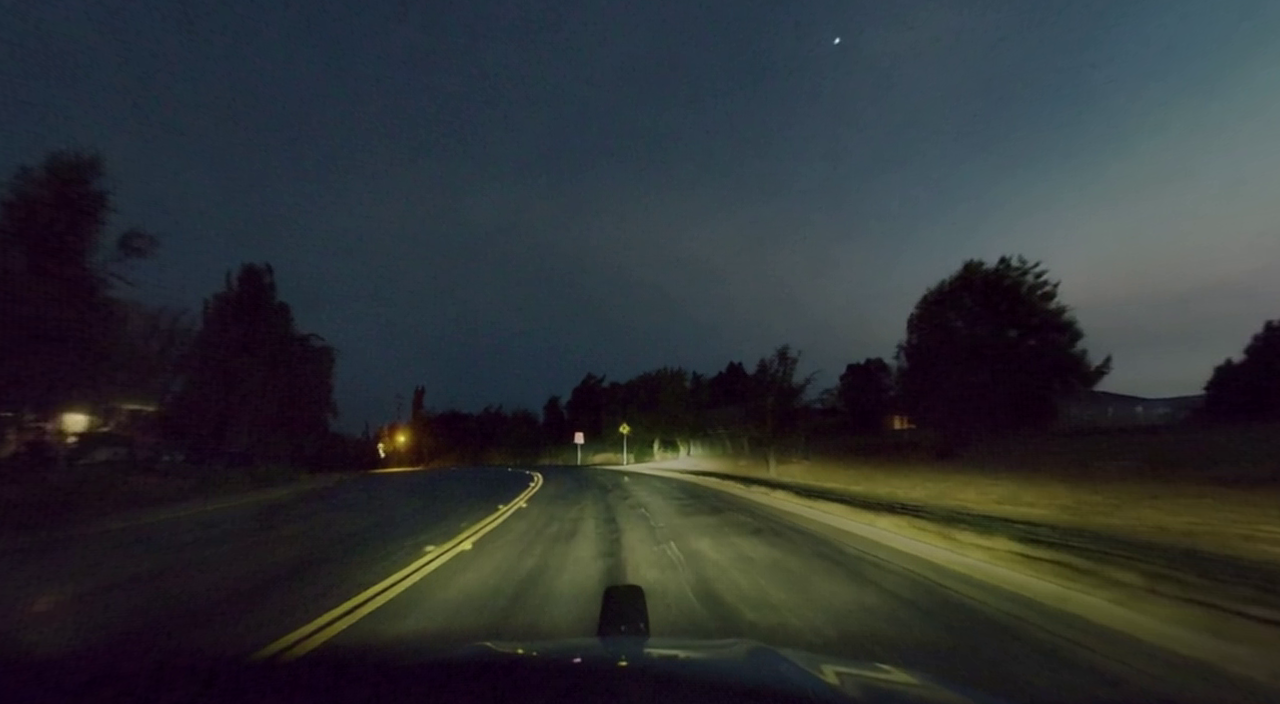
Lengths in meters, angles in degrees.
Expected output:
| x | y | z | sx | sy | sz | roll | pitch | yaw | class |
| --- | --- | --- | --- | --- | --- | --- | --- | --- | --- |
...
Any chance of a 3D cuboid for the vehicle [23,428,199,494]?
| x | y | z | sx | sy | sz | roll | pitch | yaw | class |
| --- | --- | --- | --- | --- | --- | --- | --- | --- | --- |
| -16.621 | 3.384 | 19.851 | 4.562 | 1.857 | 2.129 | -3 | -9 | 21 | vehicle |
